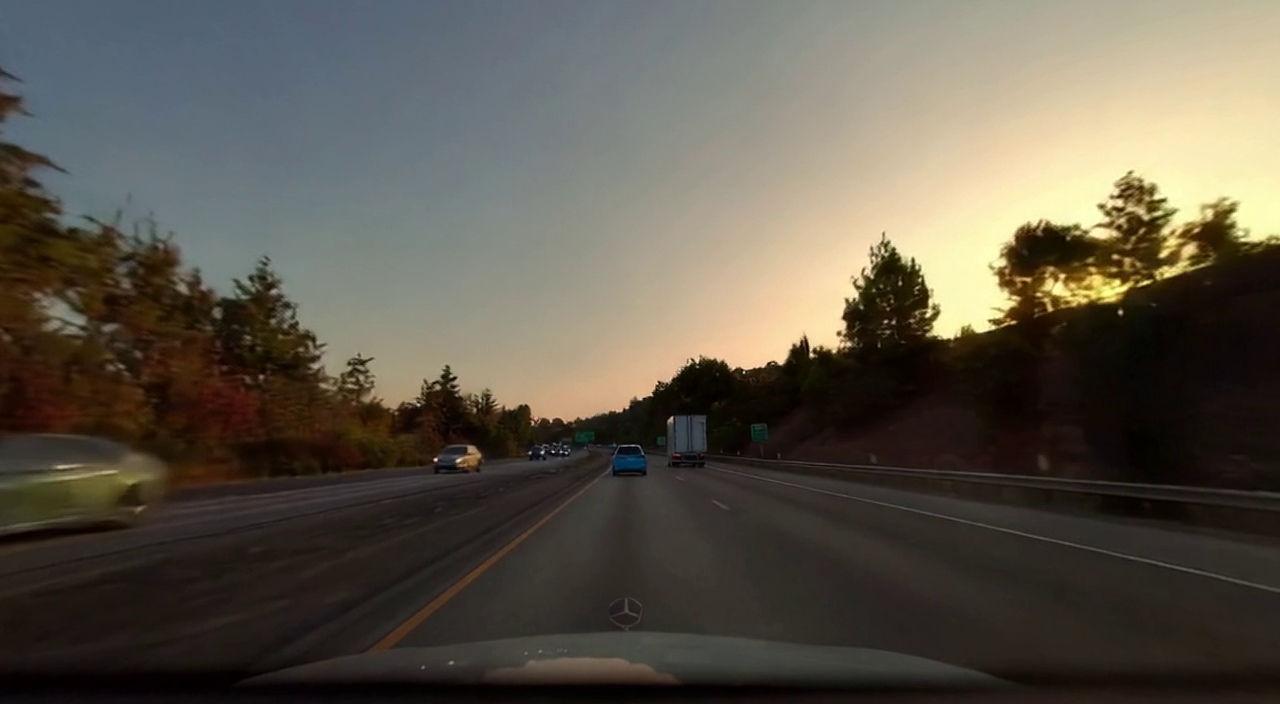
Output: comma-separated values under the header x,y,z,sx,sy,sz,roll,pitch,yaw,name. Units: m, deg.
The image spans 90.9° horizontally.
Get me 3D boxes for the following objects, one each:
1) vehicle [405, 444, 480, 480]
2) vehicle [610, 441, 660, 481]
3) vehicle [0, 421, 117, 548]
x,y,z,sx,sy,sz,roll,pitch,yaw,name
-8.678,4.876,28.093,1.974,1.465,4.130,0,-9,0,vehicle
-0.258,5.079,29.474,2.190,1.706,4.062,0,-9,-1,vehicle
-8.715,1.483,6.822,1.961,1.521,4.766,0,-9,1,vehicle
